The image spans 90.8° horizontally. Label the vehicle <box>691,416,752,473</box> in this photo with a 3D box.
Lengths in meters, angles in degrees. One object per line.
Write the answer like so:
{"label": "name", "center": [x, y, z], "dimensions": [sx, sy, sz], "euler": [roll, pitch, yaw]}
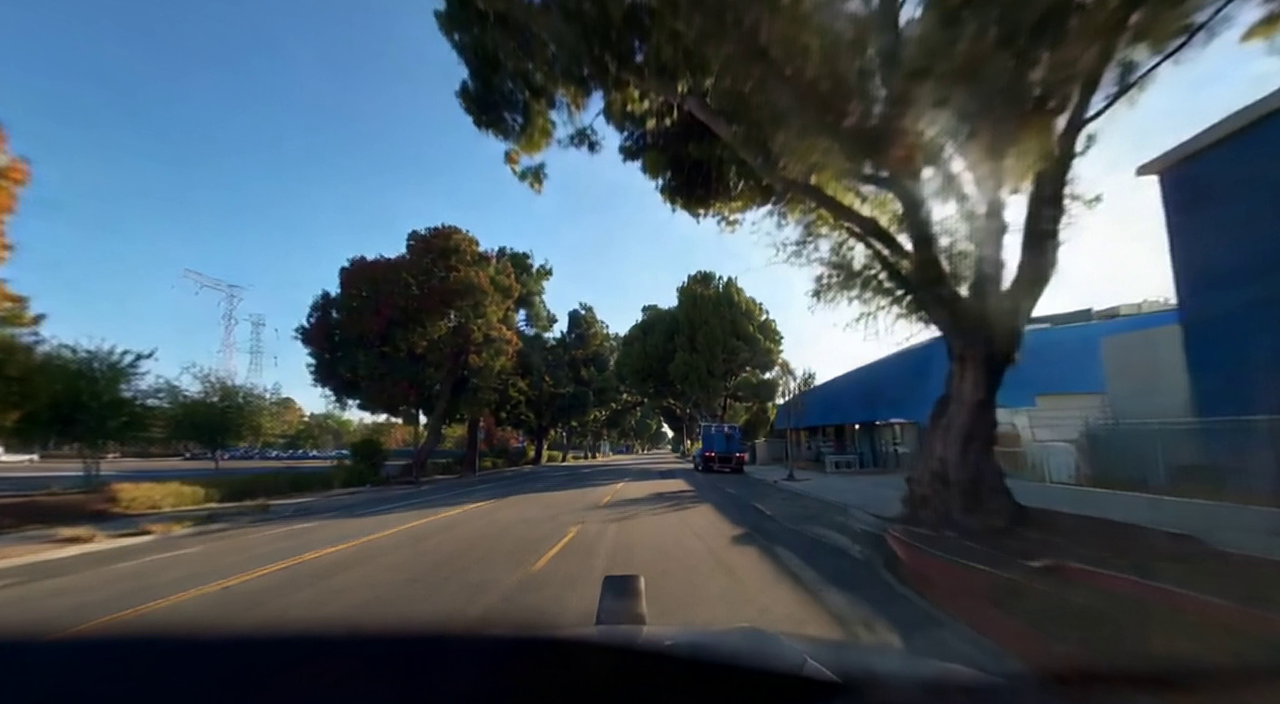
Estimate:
{"label": "vehicle", "center": [4.953, 5.797, 39.627], "dimensions": [3.019, 3.303, 6.252], "euler": [0, -8, 0]}
